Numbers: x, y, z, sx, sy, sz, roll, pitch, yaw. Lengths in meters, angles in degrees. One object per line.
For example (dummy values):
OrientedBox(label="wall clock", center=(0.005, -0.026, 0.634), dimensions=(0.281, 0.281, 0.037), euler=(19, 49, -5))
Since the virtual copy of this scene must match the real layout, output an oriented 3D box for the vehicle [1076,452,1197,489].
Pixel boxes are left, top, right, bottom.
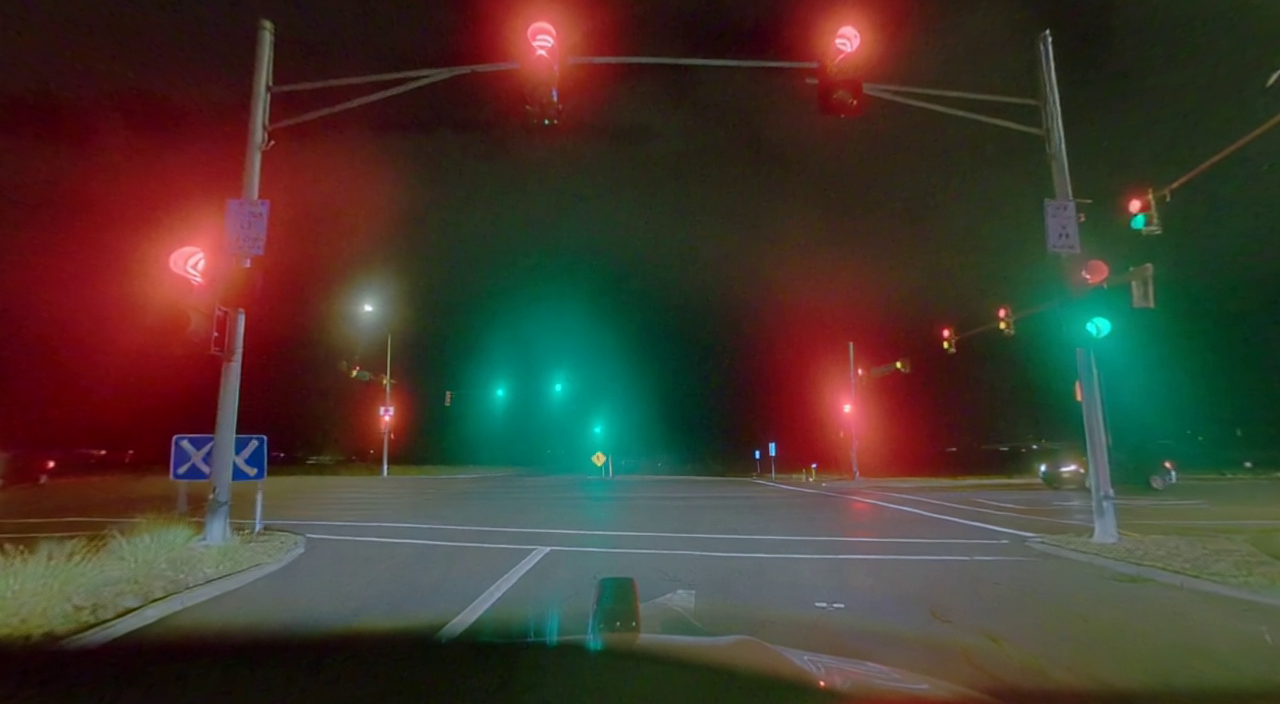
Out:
OrientedBox(label="vehicle", center=(22.889, 5.466, 29.132), dimensions=(3.998, 1.590, 1.936), euler=(1, -10, -6))
